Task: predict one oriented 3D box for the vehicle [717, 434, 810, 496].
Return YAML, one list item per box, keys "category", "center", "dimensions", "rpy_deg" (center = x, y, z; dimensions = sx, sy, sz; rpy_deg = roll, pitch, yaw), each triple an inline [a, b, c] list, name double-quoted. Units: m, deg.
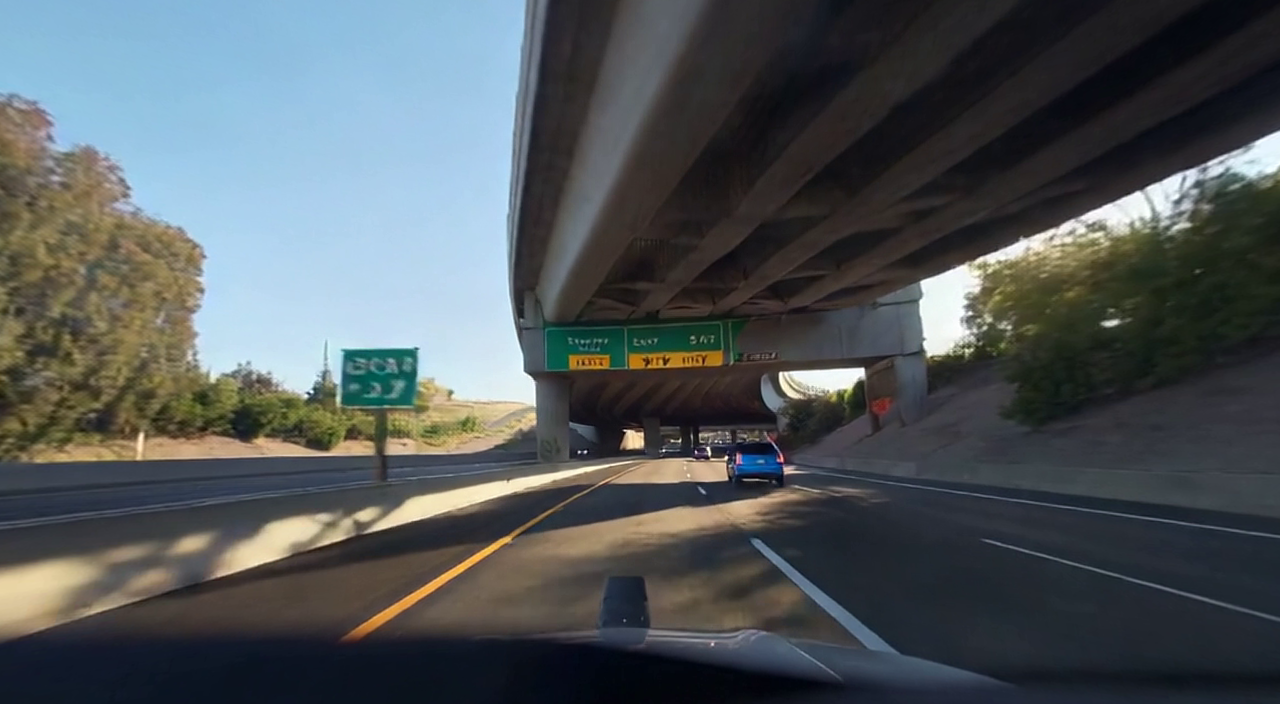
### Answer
- category: "vehicle"
  center: [3.721, 3.492, 19.886]
  dimensions: [2.143, 1.730, 4.303]
  rpy_deg: [0, -8, 1]
